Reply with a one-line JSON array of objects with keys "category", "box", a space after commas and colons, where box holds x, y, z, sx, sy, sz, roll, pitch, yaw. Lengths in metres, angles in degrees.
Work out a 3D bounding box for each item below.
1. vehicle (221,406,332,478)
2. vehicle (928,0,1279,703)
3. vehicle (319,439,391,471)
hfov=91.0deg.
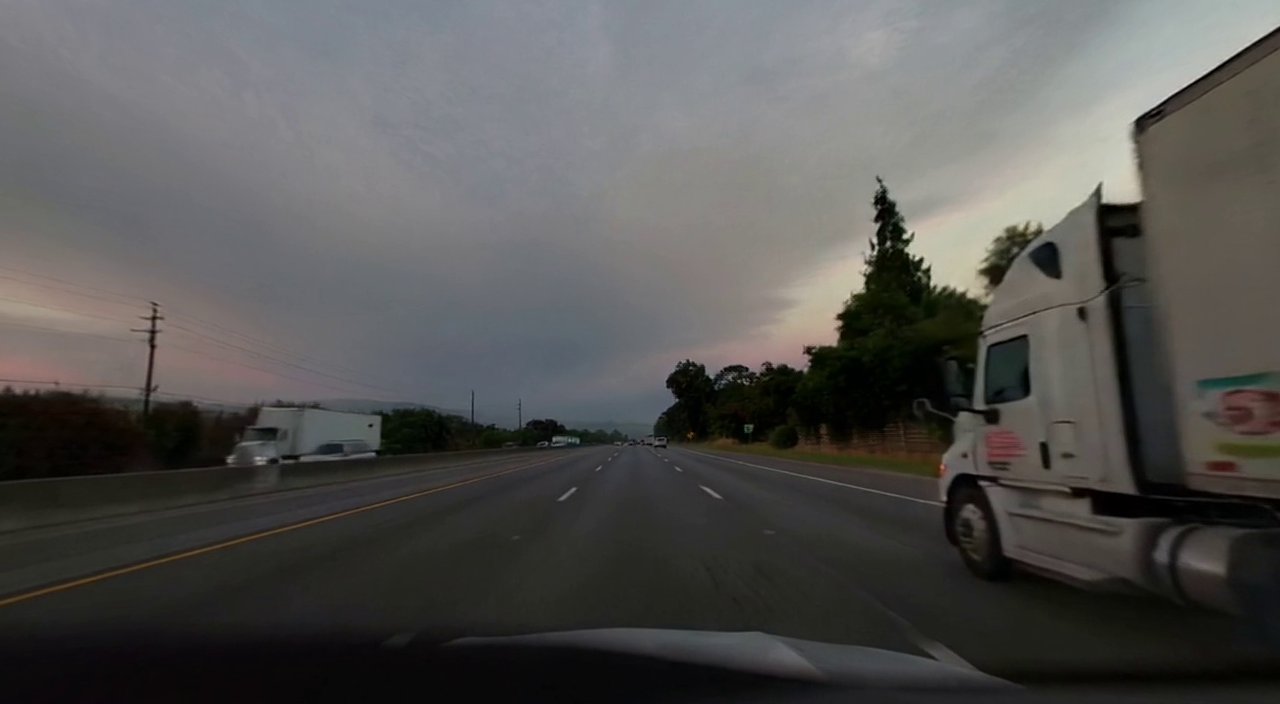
[{"category": "vehicle", "box": [-21.417, 5.335, 37.560, 3.006, 3.901, 5.946, -1, -8, -1]}, {"category": "vehicle", "box": [4.004, -0.053, 1.506, 2.766, 3.349, 7.796, 0, -8, -1]}, {"category": "vehicle", "box": [-16.654, 6.008, 37.041, 2.036, 1.742, 4.794, 0, -8, -1]}]
